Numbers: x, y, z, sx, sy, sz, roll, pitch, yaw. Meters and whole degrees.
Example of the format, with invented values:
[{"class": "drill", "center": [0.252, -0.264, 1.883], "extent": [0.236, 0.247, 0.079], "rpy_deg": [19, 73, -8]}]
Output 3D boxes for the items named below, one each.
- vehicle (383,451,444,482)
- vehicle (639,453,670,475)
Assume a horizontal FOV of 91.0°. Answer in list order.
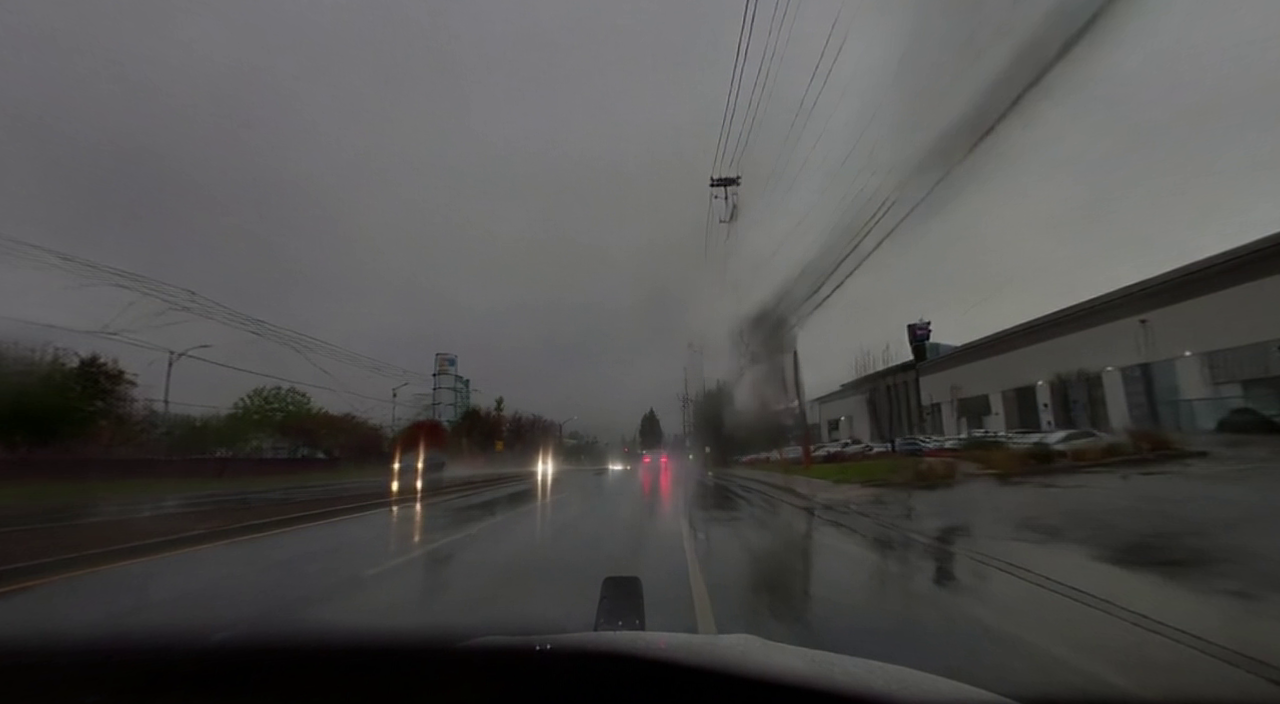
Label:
[{"class": "vehicle", "center": [-13.508, 6.833, 37.835], "extent": [1.942, 1.710, 4.167], "rpy_deg": [-1, -8, 3]}, {"class": "vehicle", "center": [1.094, 8.209, 46.299], "extent": [2.114, 1.492, 4.453], "rpy_deg": [-1, -8, 2]}]
